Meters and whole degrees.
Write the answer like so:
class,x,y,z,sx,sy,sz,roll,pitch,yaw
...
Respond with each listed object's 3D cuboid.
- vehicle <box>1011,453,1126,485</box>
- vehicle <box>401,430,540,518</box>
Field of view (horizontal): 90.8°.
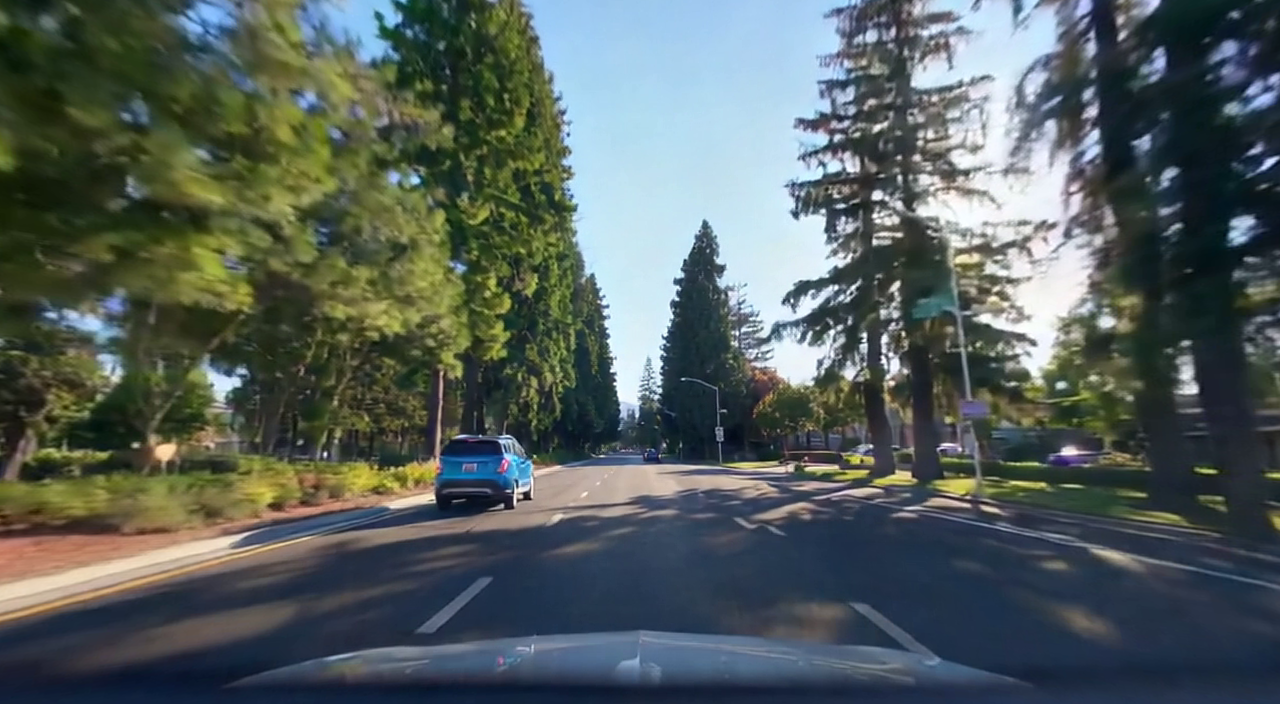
class,x,y,z,sx,sy,sz,roll,pitch,yaw
vehicle,20.909,5.706,30.996,4.145,1.418,1.988,-1,-9,8
vehicle,-3.744,2.777,14.899,2.078,1.748,4.279,0,-8,0
